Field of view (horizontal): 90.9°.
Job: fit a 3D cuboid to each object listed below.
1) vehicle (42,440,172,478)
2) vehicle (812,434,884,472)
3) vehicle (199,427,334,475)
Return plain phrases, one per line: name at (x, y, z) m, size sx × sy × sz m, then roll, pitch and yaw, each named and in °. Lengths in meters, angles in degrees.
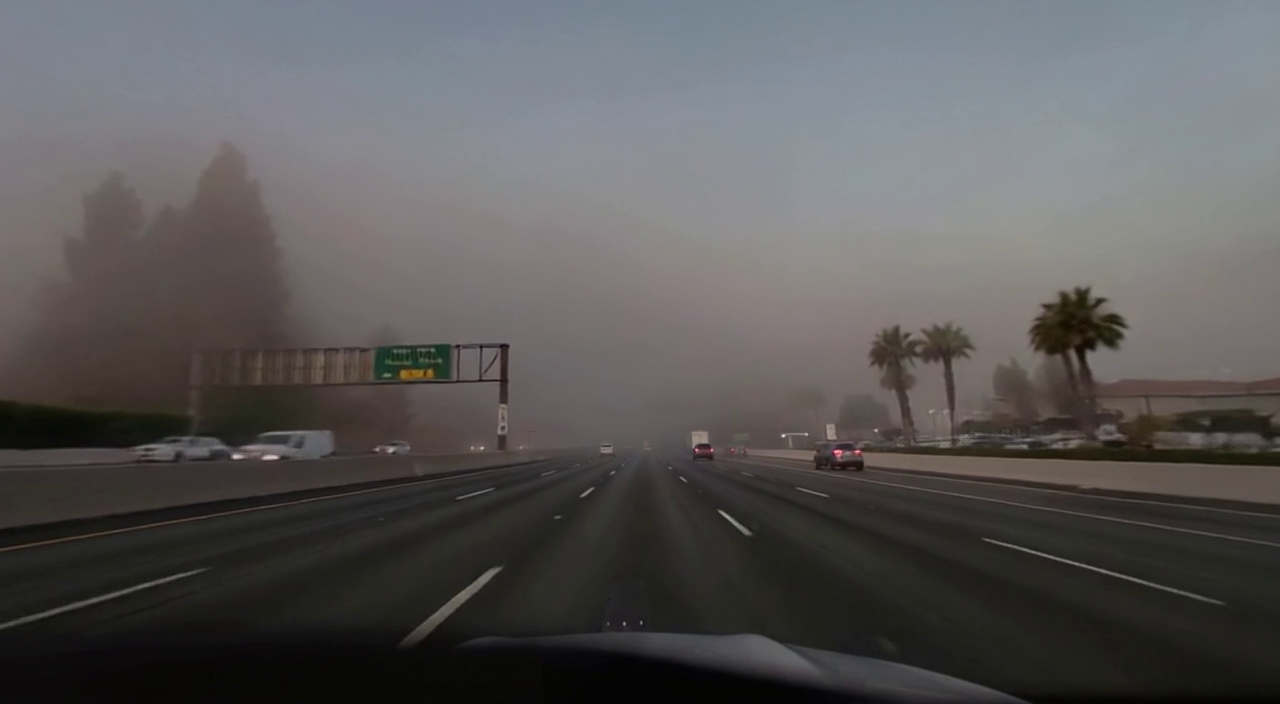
vehicle at (-22.160, 4.437, 26.465) m, size 1.750 × 1.462 × 4.168 m, roll 0°, pitch -8°, yaw 1°
vehicle at (11.038, 5.367, 33.818) m, size 2.168 × 1.861 × 4.678 m, roll 0°, pitch -8°, yaw -1°
vehicle at (-15.884, 4.252, 27.345) m, size 2.274 × 1.848 × 5.737 m, roll 0°, pitch -8°, yaw 1°
